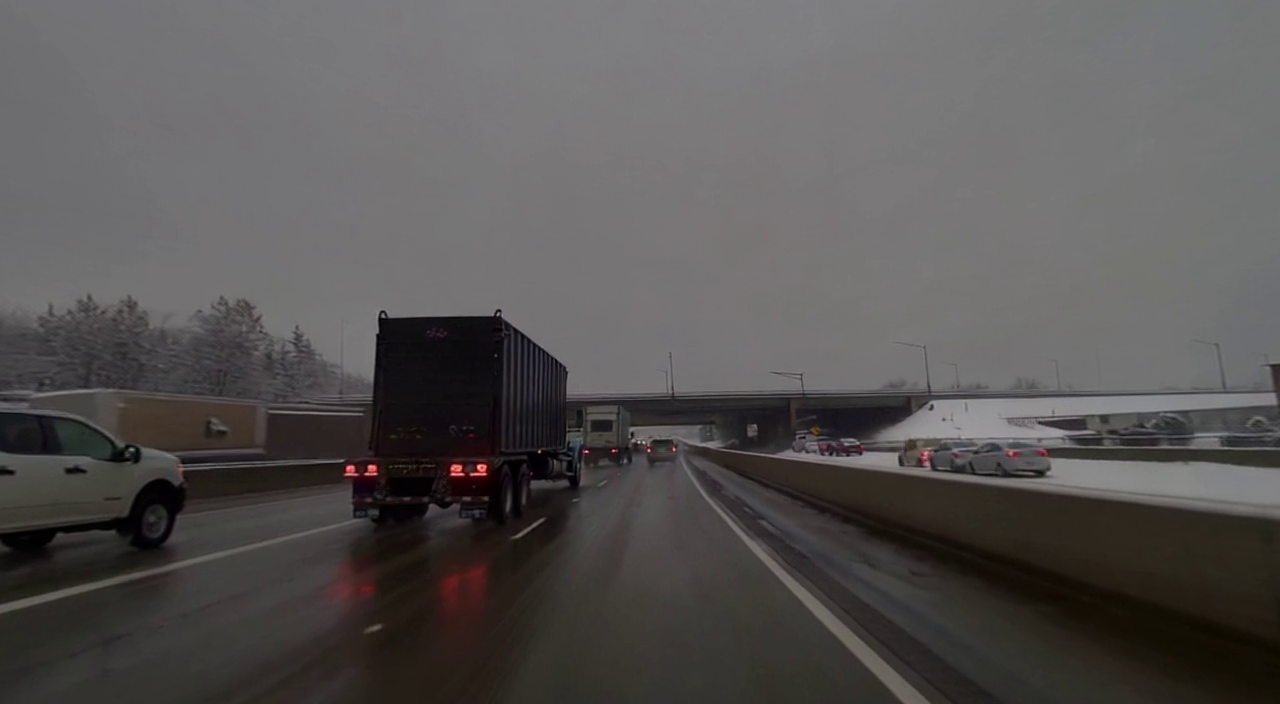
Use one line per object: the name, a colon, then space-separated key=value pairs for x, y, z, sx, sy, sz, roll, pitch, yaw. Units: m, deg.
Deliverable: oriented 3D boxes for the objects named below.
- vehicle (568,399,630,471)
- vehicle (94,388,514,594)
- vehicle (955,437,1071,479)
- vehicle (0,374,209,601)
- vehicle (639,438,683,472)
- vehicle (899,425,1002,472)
vehicle: x=-2.340 y=5.293 z=39.601 sx=3.073 sy=3.894 sz=9.782 roll=0 pitch=-9 yaw=1
vehicle: x=-3.348 y=1.508 z=7.371 sx=2.896 sy=1.779 sz=3.441 roll=-1 pitch=-9 yaw=3
vehicle: x=14.403 y=4.112 z=24.687 sx=1.859 sy=1.452 sz=4.749 roll=-1 pitch=-9 yaw=3
vehicle: x=-6.751 y=1.192 z=5.514 sx=2.323 sy=1.959 sz=5.038 roll=0 pitch=-9 yaw=1
vehicle: x=1.110 y=5.362 z=32.812 sx=2.178 sy=1.640 sz=4.071 roll=-1 pitch=-9 yaw=2
vehicle: x=14.758 y=4.655 z=30.399 sx=2.241 sy=2.052 sz=5.864 roll=-1 pitch=-9 yaw=3
